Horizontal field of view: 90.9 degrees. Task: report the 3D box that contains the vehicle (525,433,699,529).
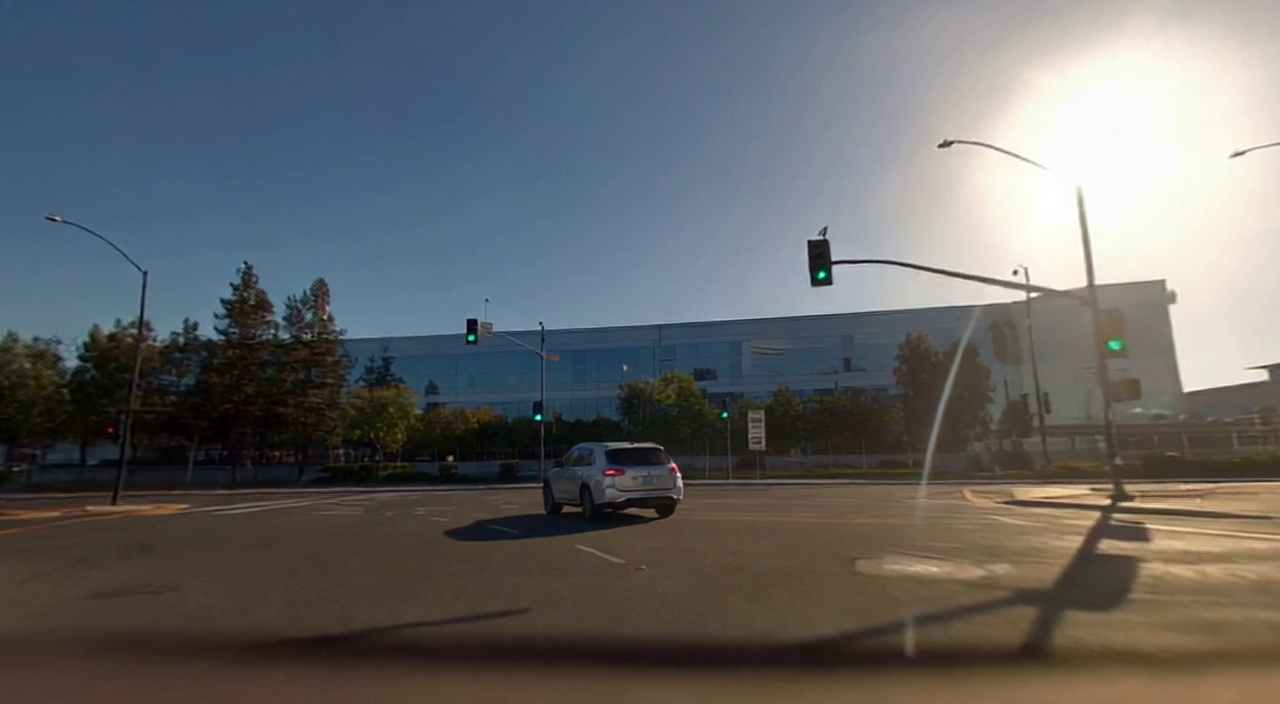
[{"bbox_3d":[-0.776,2.570,13.289,1.938,1.648,4.211,4,-9,-29],"label":"vehicle"}]
